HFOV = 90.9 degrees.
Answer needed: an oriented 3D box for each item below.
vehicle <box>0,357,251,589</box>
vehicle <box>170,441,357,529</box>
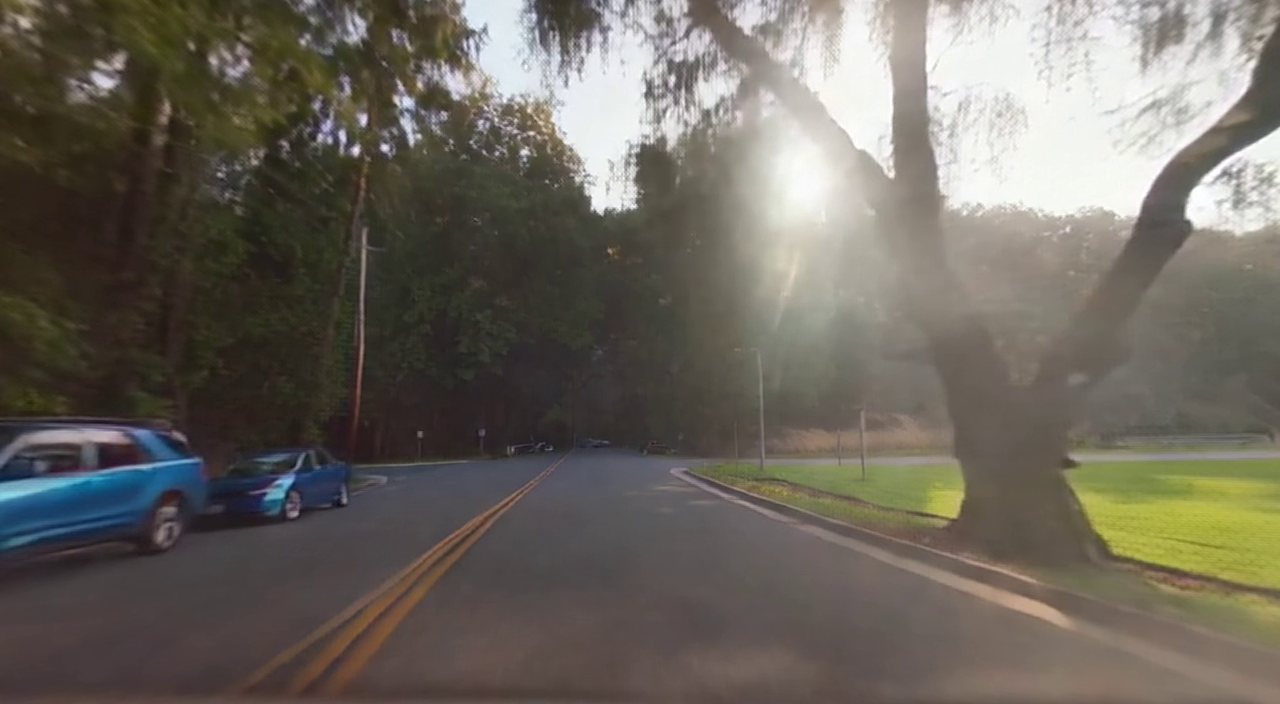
[{"bbox_3d":[-7.475,1.563,7.439,2.583,2.167,5.667,-4,-11,-5],"label":"vehicle"},{"bbox_3d":[-8.168,2.853,14.240,1.934,1.646,4.273,1,-8,-6],"label":"vehicle"}]
